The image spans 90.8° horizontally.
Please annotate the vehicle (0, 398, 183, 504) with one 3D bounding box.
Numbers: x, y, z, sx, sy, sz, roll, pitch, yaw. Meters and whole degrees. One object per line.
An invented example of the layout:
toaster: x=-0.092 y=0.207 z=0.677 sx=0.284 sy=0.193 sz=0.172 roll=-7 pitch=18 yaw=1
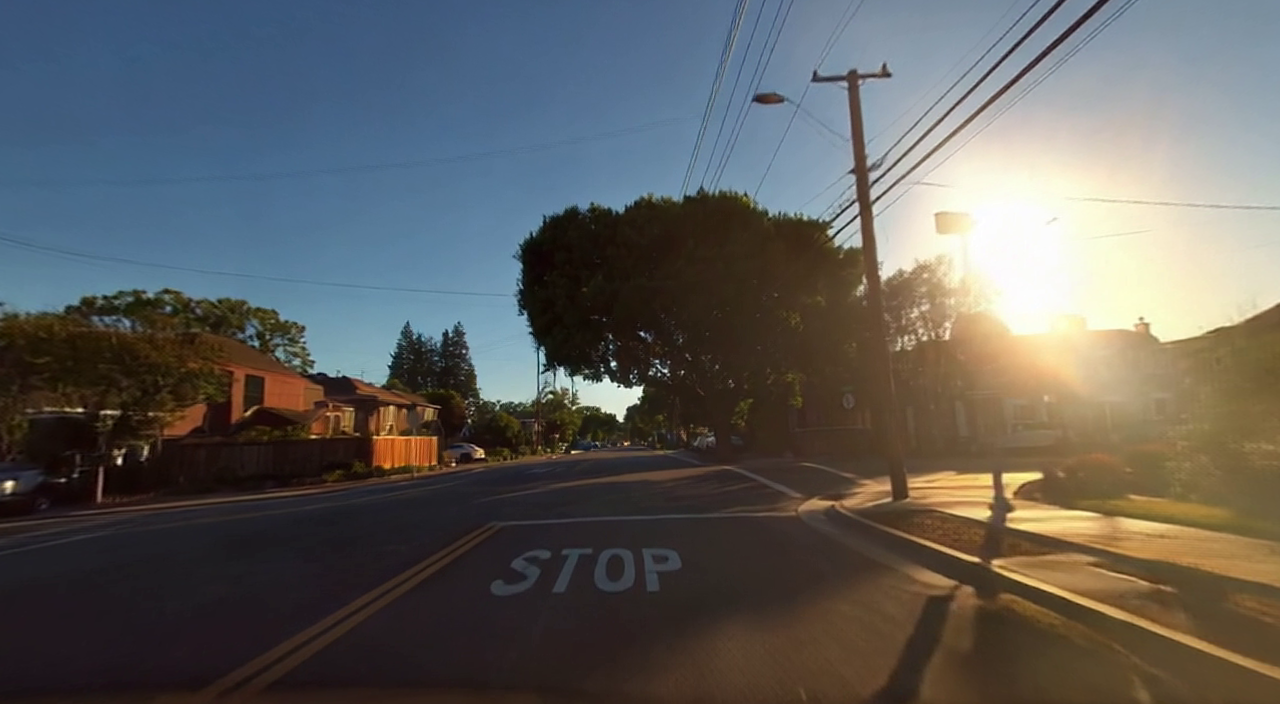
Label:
vehicle: x=-20.076 y=3.830 z=23.457 sx=2.842 sy=3.181 sz=8.576 roll=6 pitch=-12 yaw=-22
